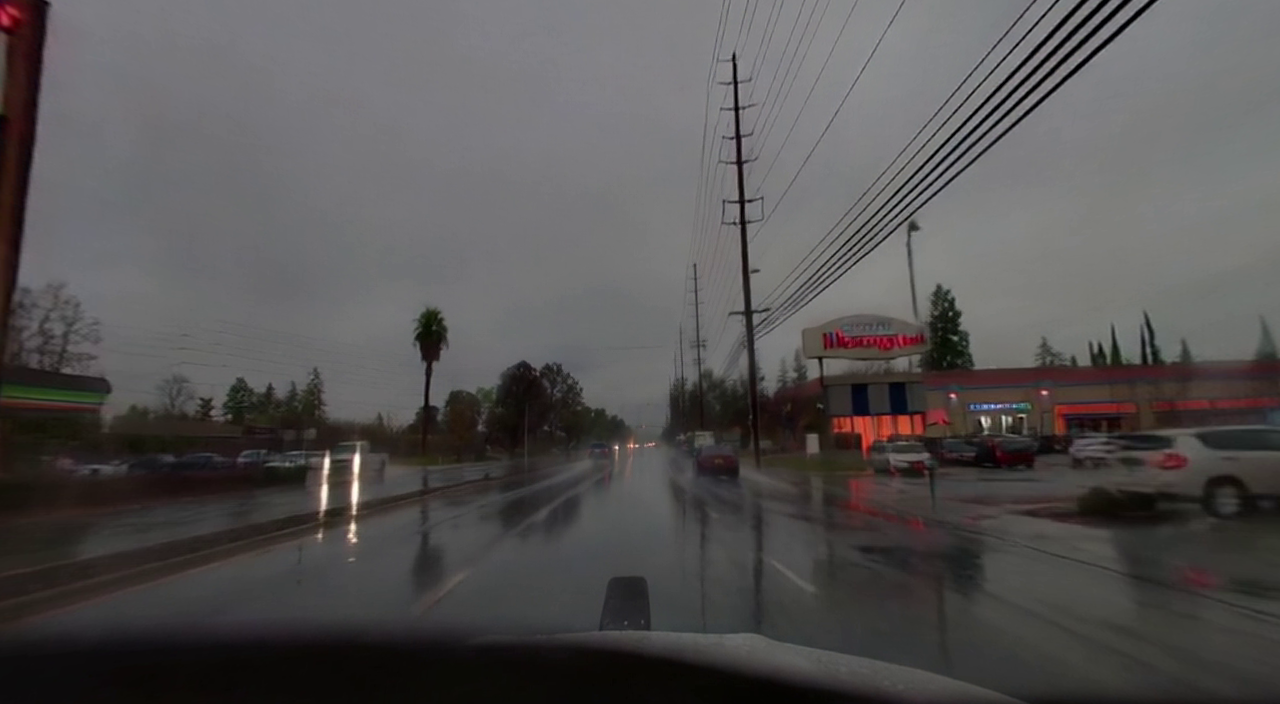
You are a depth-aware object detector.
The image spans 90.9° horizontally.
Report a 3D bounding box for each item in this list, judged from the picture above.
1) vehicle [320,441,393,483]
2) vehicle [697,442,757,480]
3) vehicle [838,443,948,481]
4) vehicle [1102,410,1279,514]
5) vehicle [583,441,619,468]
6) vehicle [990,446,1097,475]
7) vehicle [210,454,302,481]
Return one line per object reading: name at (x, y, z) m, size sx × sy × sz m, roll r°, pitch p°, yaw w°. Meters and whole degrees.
vehicle at (-14.459, 5.584, 31.933) m, size 2.358 × 1.904 × 5.603 m, roll 5°, pitch -11°, yaw -33°
vehicle at (3.666, 4.665, 27.304) m, size 1.978 × 1.455 × 4.195 m, roll 1°, pitch -9°, yaw -1°
vehicle at (11.409, 4.952, 28.594) m, size 4.144 × 1.540 × 1.913 m, roll 0°, pitch -7°, yaw -6°
vehicle at (12.329, 2.118, 12.391) m, size 4.832 × 1.813 × 2.170 m, roll 0°, pitch -9°, yaw -4°
vehicle at (-2.578, 6.855, 42.293) m, size 2.047 × 1.664 × 4.148 m, roll -1°, pitch -9°, yaw 2°
vehicle at (21.459, 5.725, 33.546) m, size 4.779 × 1.429 × 1.844 m, roll 1°, pitch -9°, yaw -12°
vehicle at (-24.501, 7.338, 40.273) m, size 4.739 × 1.607 × 2.045 m, roll -2°, pitch -9°, yaw 11°
